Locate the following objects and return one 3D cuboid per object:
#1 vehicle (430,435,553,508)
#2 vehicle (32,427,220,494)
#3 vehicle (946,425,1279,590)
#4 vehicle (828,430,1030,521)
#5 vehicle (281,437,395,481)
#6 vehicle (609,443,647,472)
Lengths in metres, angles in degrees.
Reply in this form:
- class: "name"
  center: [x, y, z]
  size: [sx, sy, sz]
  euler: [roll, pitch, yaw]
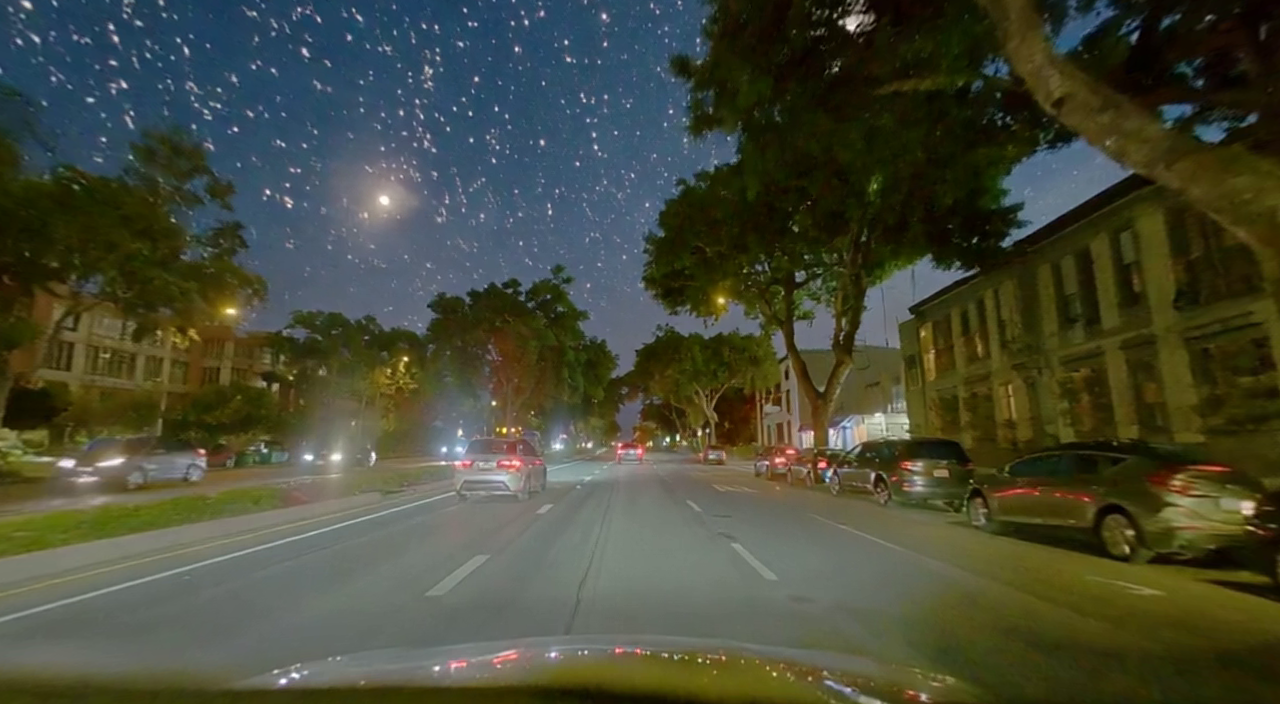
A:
- class: "vehicle"
  center: [-3.459, 2.869, 15.660]
  size: [1.934, 1.522, 4.287]
  euler: [0, -8, 1]
- class: "vehicle"
  center: [-15.149, 3.211, 19.033]
  size: [1.928, 1.744, 4.405]
  euler: [0, -8, -1]
- class: "vehicle"
  center: [6.519, 1.924, 8.810]
  size: [2.101, 1.655, 4.592]
  euler: [0, -8, -1]
- class: "vehicle"
  center: [6.505, 2.826, 15.133]
  size: [2.375, 1.786, 5.078]
  euler: [0, -8, -1]
- class: "vehicle"
  center: [-11.706, 4.167, 24.960]
  size: [1.972, 1.533, 5.024]
  euler: [0, -8, 0]
- class: "vehicle"
  center: [-0.645, 5.822, 35.190]
  size: [1.999, 1.520, 3.896]
  euler: [0, -8, 0]
